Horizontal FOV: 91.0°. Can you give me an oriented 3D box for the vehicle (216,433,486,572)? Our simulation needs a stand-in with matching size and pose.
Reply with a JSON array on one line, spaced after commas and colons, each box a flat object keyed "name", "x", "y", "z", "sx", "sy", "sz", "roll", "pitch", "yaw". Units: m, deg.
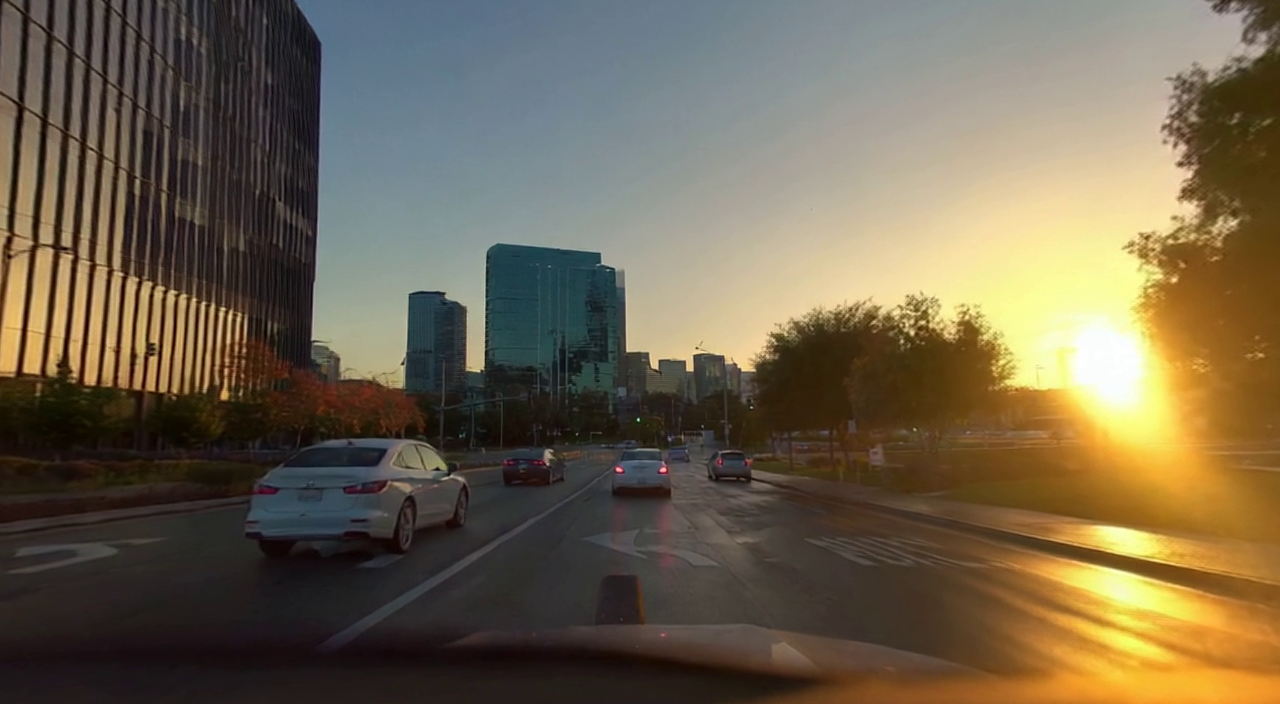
[{"name": "vehicle", "x": -3.749, "y": 2.000, "z": 9.186, "sx": 1.933, "sy": 1.520, "sz": 4.195, "roll": 0, "pitch": -9, "yaw": 0}]

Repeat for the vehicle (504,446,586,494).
[{"name": "vehicle", "x": -3.234, "y": 4.100, "z": 22.332, "sx": 2.044, "sy": 1.508, "sz": 4.479, "roll": 0, "pitch": -9, "yaw": 2}]

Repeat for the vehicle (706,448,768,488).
[{"name": "vehicle", "x": 4.010, "y": 4.849, "z": 26.663, "sx": 1.940, "sy": 1.514, "sz": 4.187, "roll": 0, "pitch": -9, "yaw": 0}]

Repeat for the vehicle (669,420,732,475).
[{"name": "vehicle", "x": 3.994, "y": 6.808, "z": 44.963, "sx": 3.074, "sy": 3.316, "sz": 12.953, "roll": 0, "pitch": -9, "yaw": -1}]

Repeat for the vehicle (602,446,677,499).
[{"name": "vehicle", "x": 0.018, "y": 3.831, "z": 20.496, "sx": 2.174, "sy": 1.509, "sz": 4.374, "roll": 0, "pitch": -9, "yaw": 1}]
